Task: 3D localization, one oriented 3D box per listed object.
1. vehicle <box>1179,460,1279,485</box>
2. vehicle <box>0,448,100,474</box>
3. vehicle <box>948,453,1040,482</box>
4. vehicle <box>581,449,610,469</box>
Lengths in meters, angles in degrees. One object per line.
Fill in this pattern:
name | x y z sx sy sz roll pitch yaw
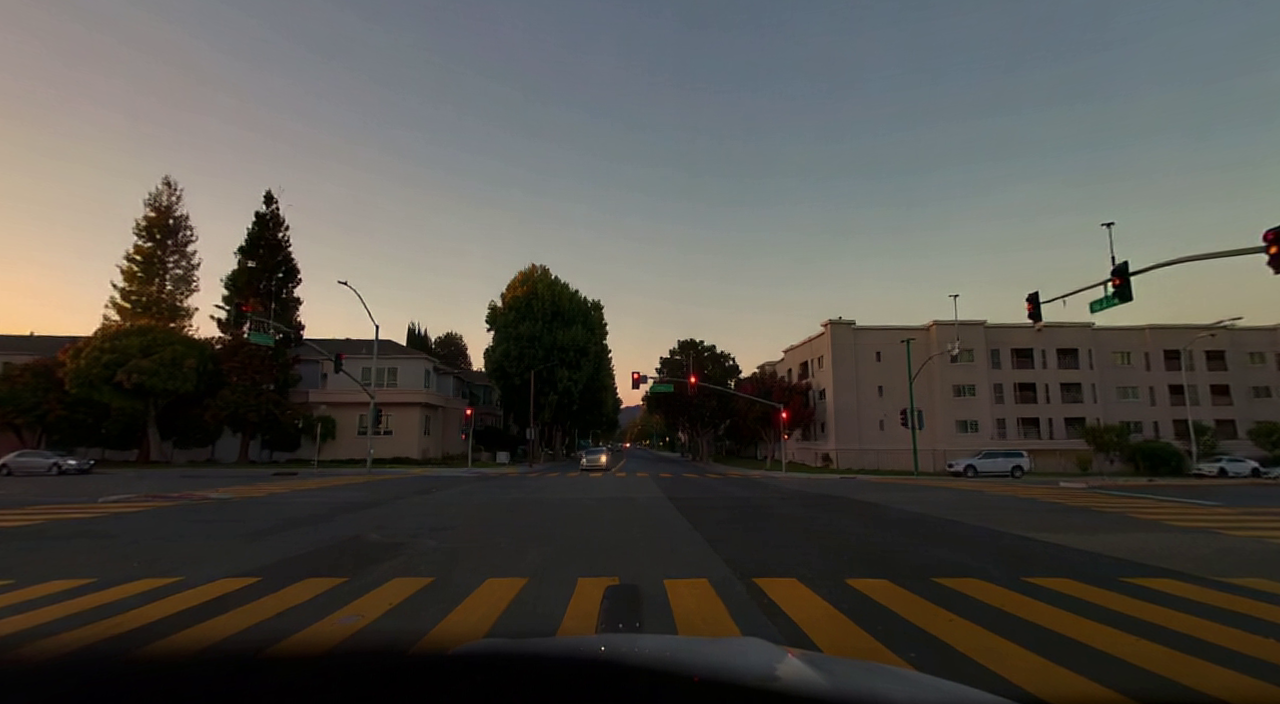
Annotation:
vehicle | 36.213 7.312 38.308 4.976 1.428 1.929 0 -9 -2
vehicle | -35.150 6.415 37.181 4.741 1.447 1.807 0 -9 0
vehicle | 21.091 6.879 37.593 4.447 1.623 1.801 0 -9 -3
vehicle | -3.458 8.361 49.225 1.908 1.441 4.142 0 -8 1
